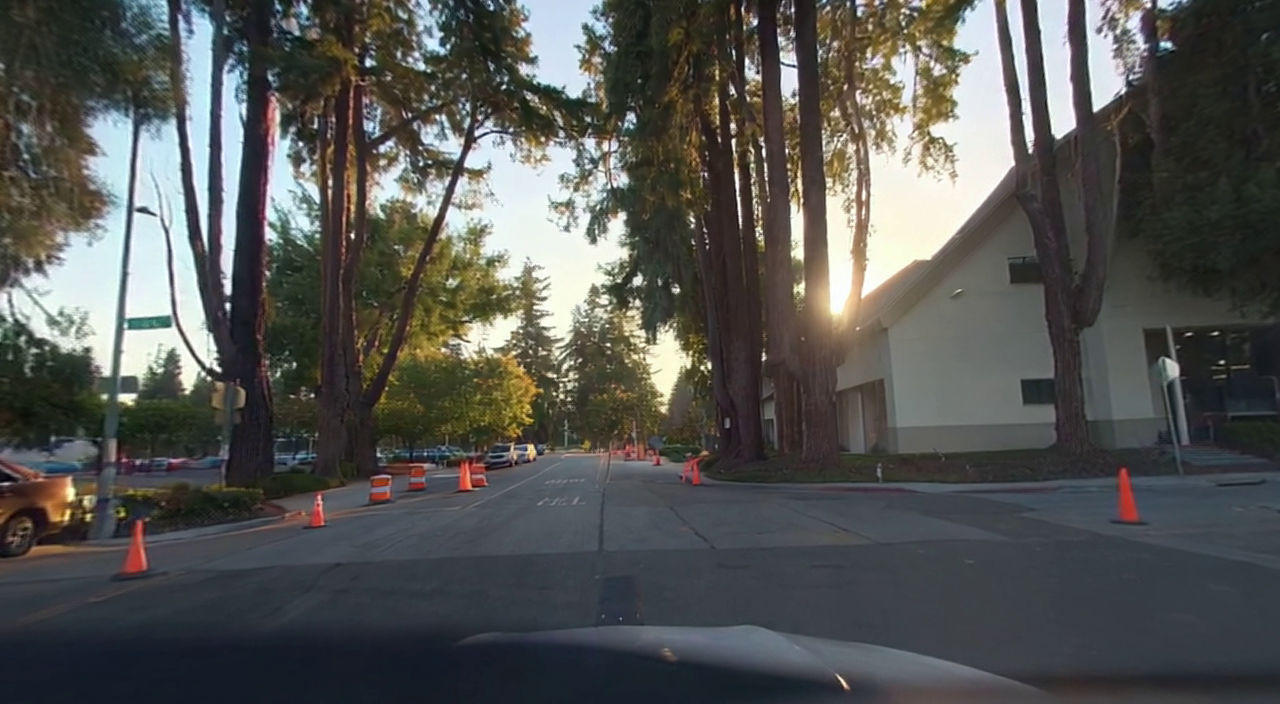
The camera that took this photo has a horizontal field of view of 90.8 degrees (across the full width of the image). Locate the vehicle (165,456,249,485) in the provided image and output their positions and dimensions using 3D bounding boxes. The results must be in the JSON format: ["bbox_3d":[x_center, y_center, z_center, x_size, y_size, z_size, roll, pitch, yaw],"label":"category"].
[{"bbox_3d":[-23.607,6.452,34.665,1.771,1.432,4.363,1,-8,-5],"label":"vehicle"}]

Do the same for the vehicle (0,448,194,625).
[{"bbox_3d":[-7.652,1.676,5.258,2.961,1.701,7.563,1,-8,-5],"label":"vehicle"}]
